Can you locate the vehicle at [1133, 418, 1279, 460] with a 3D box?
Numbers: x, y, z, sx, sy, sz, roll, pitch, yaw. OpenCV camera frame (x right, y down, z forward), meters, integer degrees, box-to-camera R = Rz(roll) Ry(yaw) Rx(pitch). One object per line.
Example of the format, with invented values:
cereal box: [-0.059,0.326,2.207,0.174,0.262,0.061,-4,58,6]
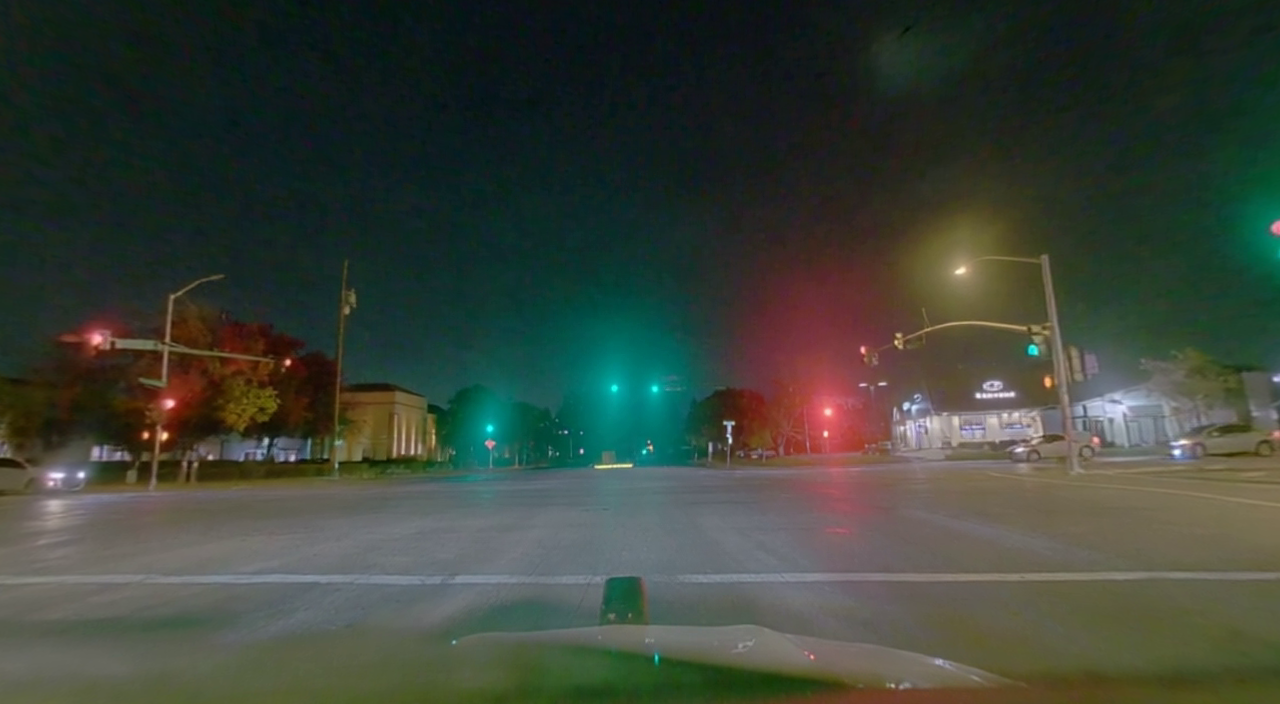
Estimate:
vehicle: [22.895,3.518,25.421,4.288,1.600,1.927,0,-8,1]

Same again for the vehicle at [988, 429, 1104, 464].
vehicle: [20.441,4.765,31.866,4.483,1.691,1.949,0,-8,1]

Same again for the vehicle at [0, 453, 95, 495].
vehicle: [-25.231,4.928,25.668,4.332,1.573,1.900,0,-8,3]
